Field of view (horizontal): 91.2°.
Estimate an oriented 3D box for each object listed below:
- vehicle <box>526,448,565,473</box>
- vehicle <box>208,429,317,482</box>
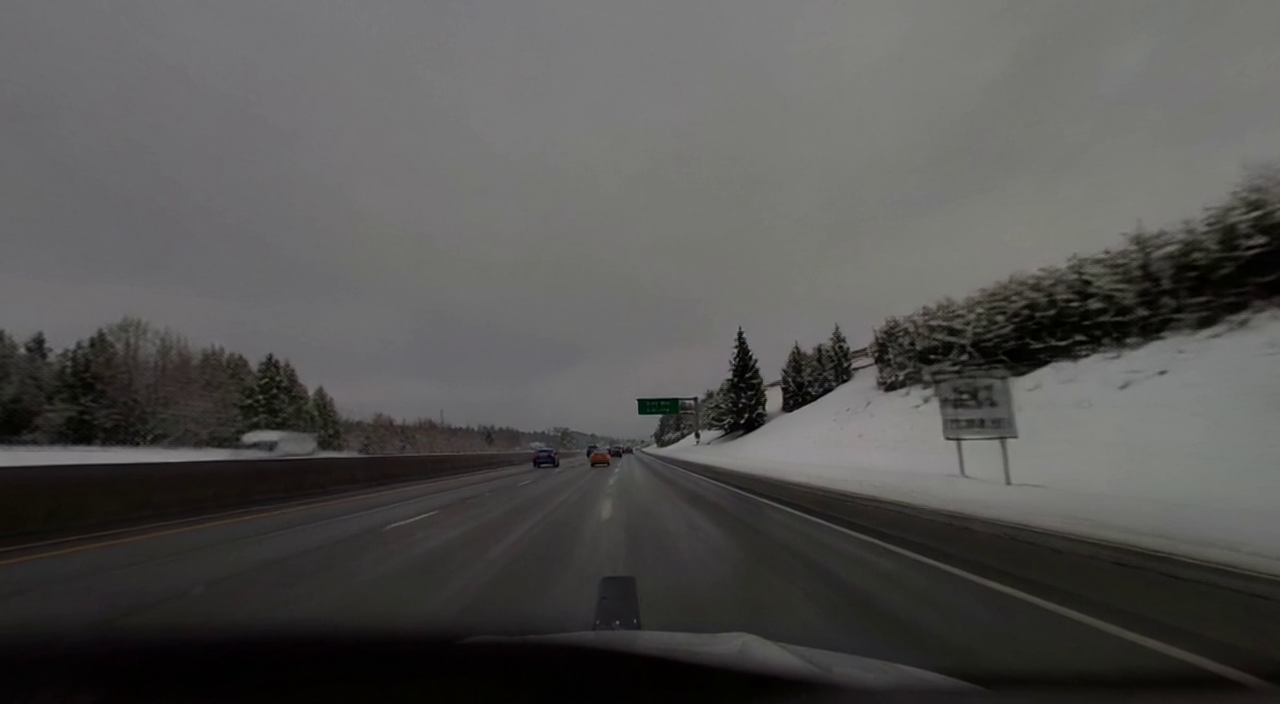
[{"bbox_3d":[-6.350,7.321,42.529,2.028,1.563,4.734,0,-9,-1],"label":"vehicle"},{"bbox_3d":[-20.146,5.555,33.884,2.319,2.572,5.944,0,-9,-2],"label":"vehicle"}]
